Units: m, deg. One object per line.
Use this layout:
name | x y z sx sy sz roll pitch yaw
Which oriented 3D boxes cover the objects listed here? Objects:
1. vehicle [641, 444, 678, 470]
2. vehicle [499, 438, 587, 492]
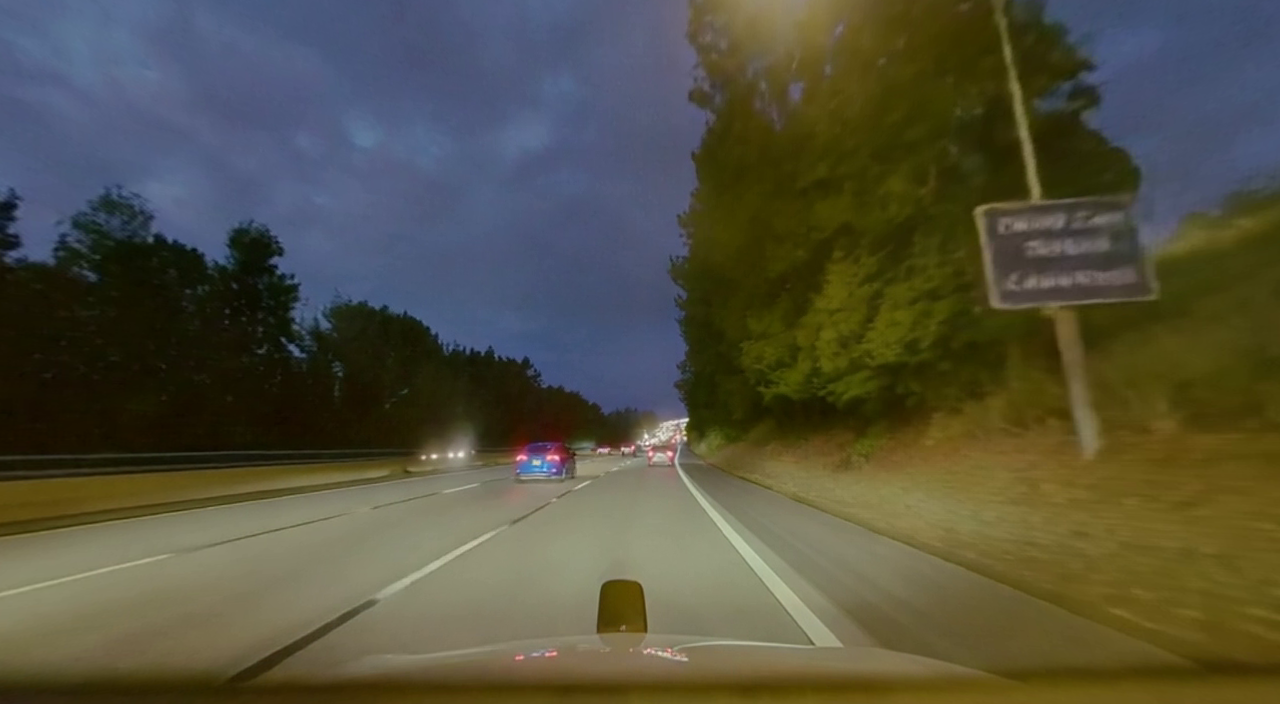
vehicle | 1.209 6.232 37.691 2.113 1.464 4.073 -1 -9 3
vehicle | -3.024 3.635 20.664 2.024 1.531 4.431 0 -8 2
